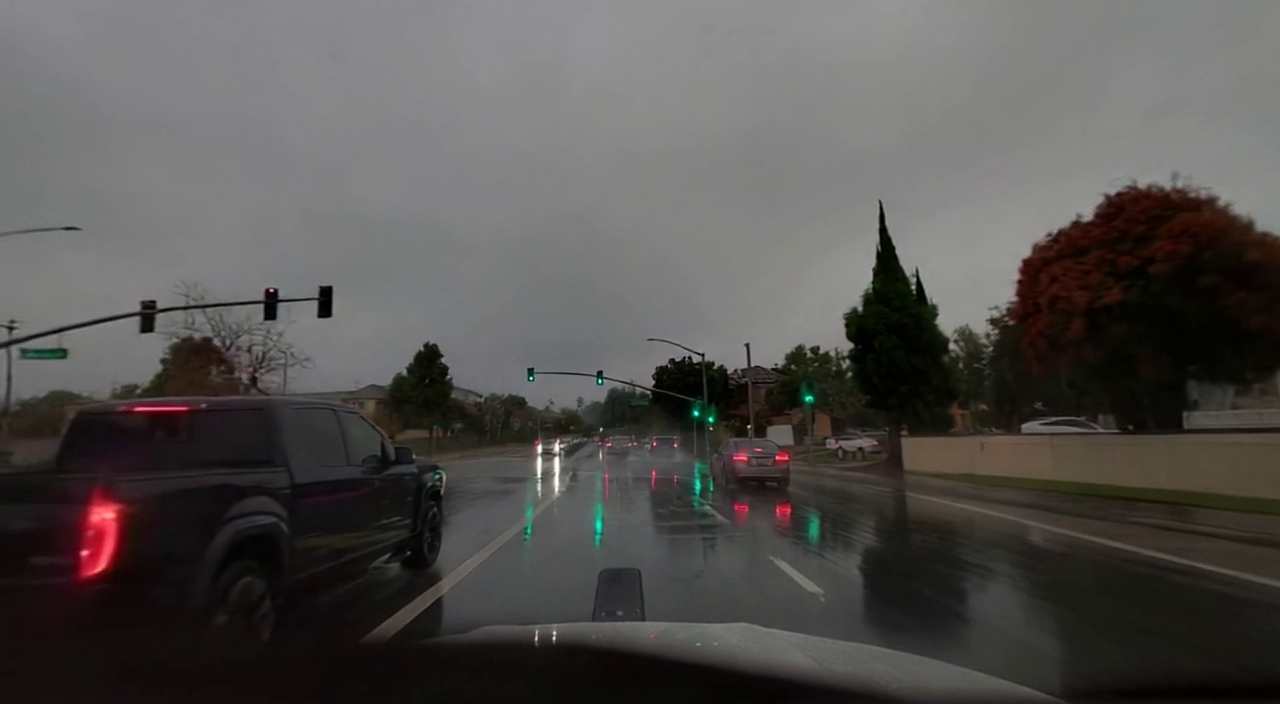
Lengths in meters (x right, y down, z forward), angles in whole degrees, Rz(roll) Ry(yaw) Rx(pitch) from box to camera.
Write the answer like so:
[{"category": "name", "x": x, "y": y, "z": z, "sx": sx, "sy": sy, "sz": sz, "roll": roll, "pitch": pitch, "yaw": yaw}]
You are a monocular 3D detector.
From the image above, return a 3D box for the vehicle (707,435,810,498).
[{"category": "vehicle", "x": 3.118, "y": 3.092, "z": 17.478, "sx": 1.870, "sy": 1.491, "sz": 4.009, "roll": 0, "pitch": -8, "yaw": -3}]

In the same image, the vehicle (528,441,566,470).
[{"category": "vehicle", "x": -5.125, "y": 5.746, "z": 35.204, "sx": 1.864, "sy": 1.505, "sz": 4.202, "roll": 1, "pitch": -8, "yaw": -6}]

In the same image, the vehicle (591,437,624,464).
[{"category": "vehicle", "x": -2.396, "y": 7.097, "z": 45.673, "sx": 2.164, "sy": 1.867, "sz": 4.254, "roll": 1, "pitch": -8, "yaw": -6}]

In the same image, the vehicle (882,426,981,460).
[{"category": "vehicle", "x": 16.505, "y": 5.165, "z": 35.877, "sx": 4.691, "sy": 1.626, "sz": 1.943, "roll": -2, "pitch": -7, "yaw": -9}]

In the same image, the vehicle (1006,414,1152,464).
[{"category": "vehicle", "x": 17.036, "y": 3.443, "z": 24.886, "sx": 2.058, "sy": 1.766, "sz": 4.563, "roll": 1, "pitch": -8, "yaw": -8}]

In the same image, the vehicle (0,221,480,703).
[{"category": "vehicle", "x": -2.962, "y": 0.920, "z": 3.789, "sx": 2.354, "sy": 1.948, "sz": 6.355, "roll": 0, "pitch": -8, "yaw": 0}]

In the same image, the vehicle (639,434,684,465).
[{"category": "vehicle", "x": 1.413, "y": 6.722, "z": 43.745, "sx": 2.391, "sy": 1.960, "sz": 5.600, "roll": 1, "pitch": -8, "yaw": -5}]

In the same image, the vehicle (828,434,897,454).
[{"category": "vehicle", "x": 16.515, "y": 6.833, "z": 46.937, "sx": 4.490, "sy": 1.463, "sz": 1.894, "roll": 2, "pitch": -9, "yaw": -15}]
